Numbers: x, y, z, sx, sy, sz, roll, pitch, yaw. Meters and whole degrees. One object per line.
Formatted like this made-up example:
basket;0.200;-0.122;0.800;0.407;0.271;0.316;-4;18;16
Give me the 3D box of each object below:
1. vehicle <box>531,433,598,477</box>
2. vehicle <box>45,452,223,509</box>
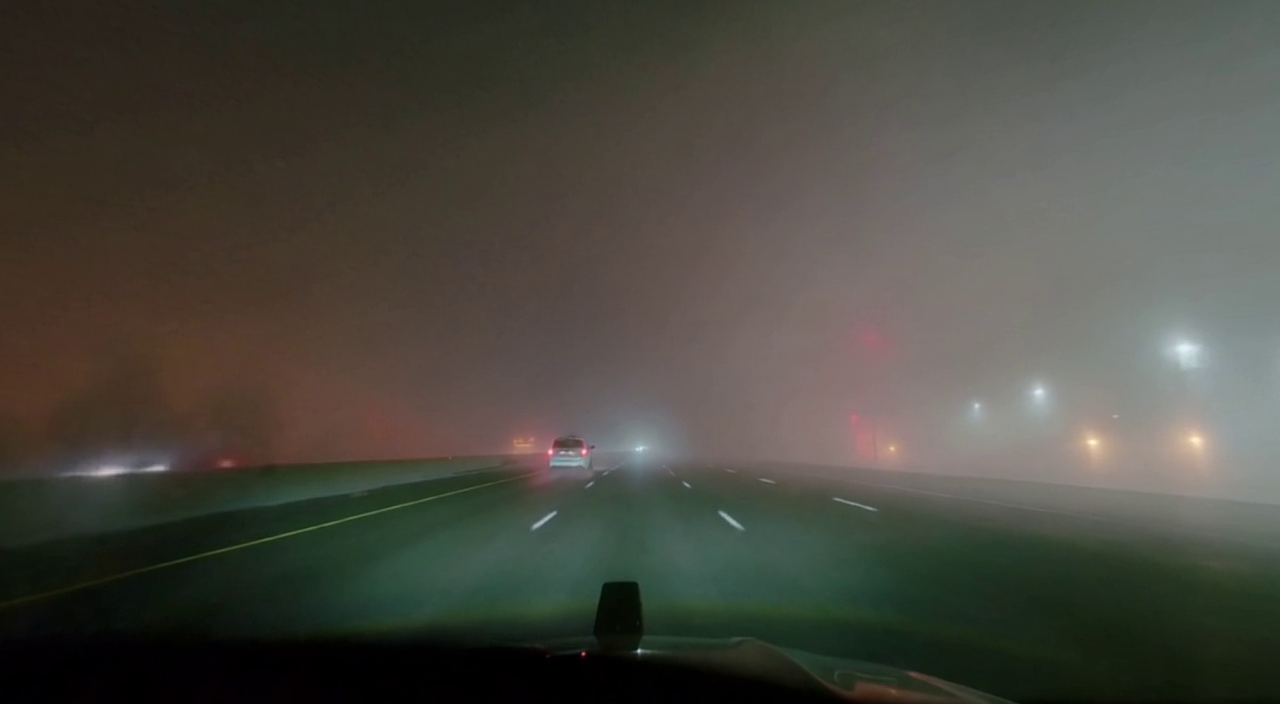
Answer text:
vehicle;-3.605;5.107;31.449;2.431;1.928;5.760;0;-9;2
vehicle;-15.592;3.929;19.798;1.879;1.526;4.404;0;-9;1
